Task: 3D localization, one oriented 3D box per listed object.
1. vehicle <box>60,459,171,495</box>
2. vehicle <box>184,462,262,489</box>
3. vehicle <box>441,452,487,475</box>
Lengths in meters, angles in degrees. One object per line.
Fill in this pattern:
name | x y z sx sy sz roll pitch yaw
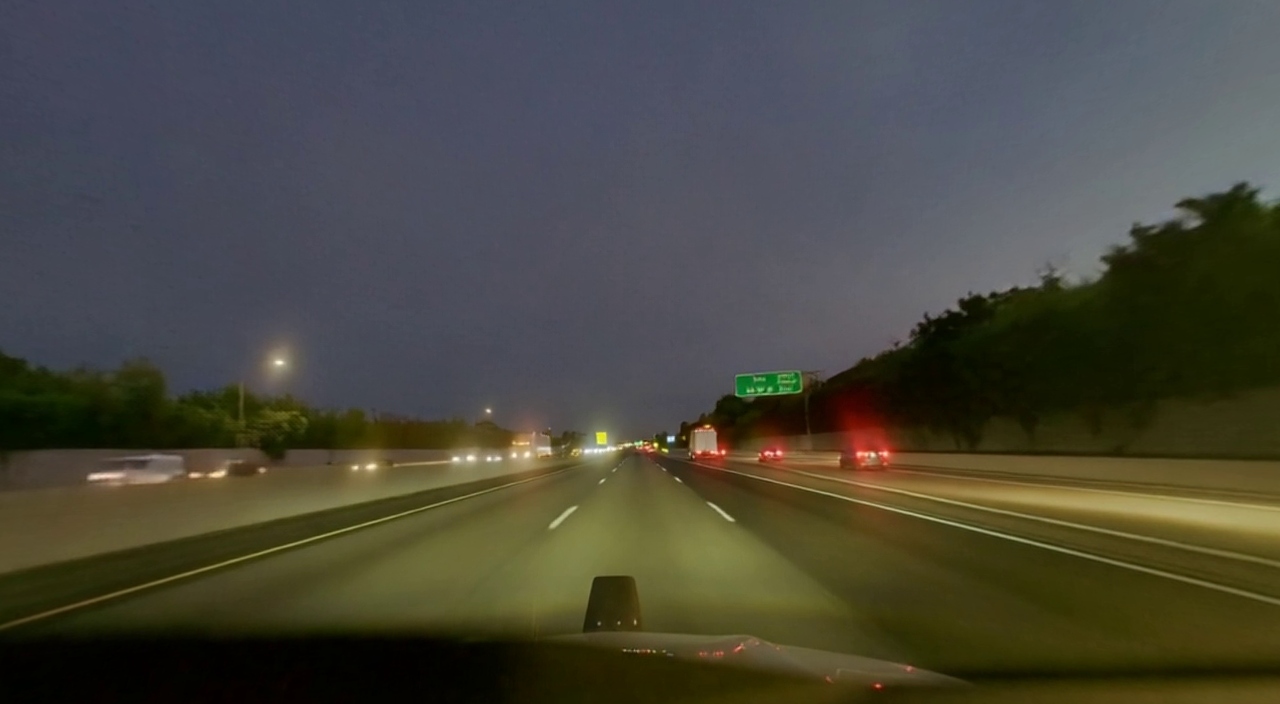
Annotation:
vehicle | -28.833 6.855 34.810 2.021 1.715 4.781 0 -9 0
vehicle | -25.069 7.415 37.977 1.813 1.454 4.257 -1 -9 0
vehicle | -12.809 8.111 46.012 2.223 1.585 3.787 0 -9 0
